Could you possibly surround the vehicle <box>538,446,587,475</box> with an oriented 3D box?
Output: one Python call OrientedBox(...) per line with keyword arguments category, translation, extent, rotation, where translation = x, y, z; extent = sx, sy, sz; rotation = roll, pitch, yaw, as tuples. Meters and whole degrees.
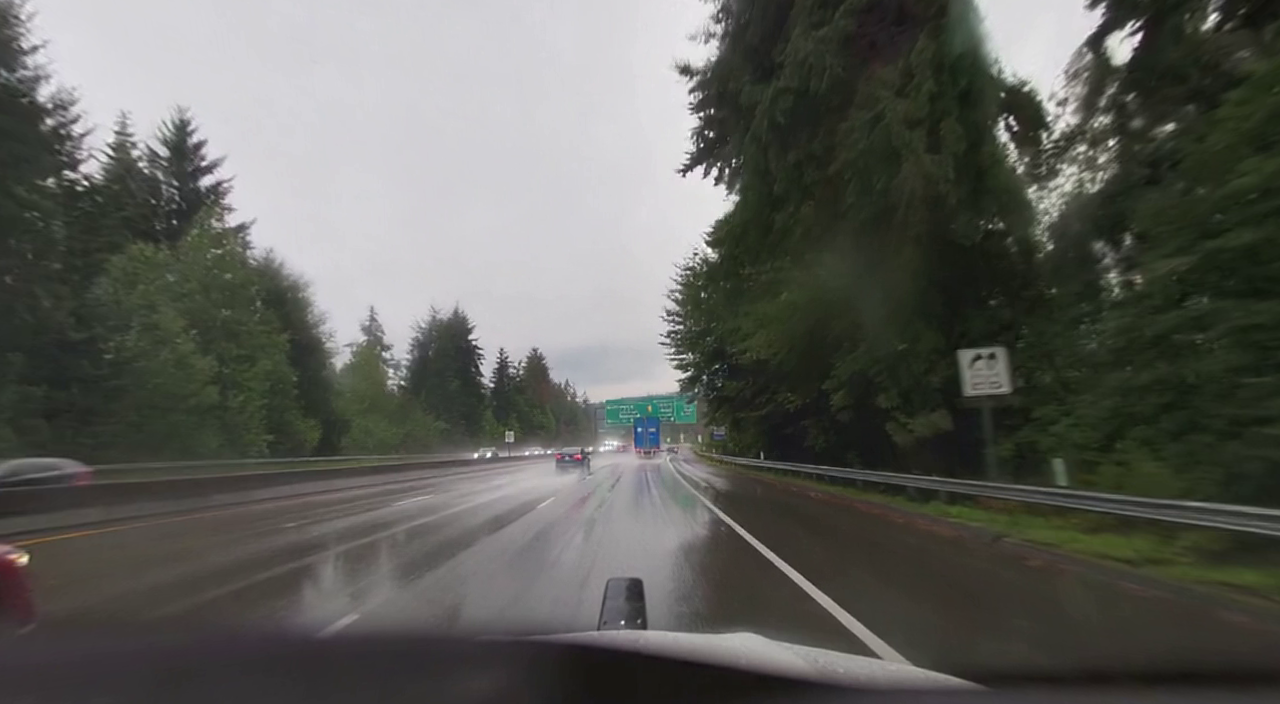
OrientedBox(category="vehicle", translation=(-4.072, 5.778, 33.695), extent=(2.045, 1.430, 3.951), rotation=(0, -9, 1))
